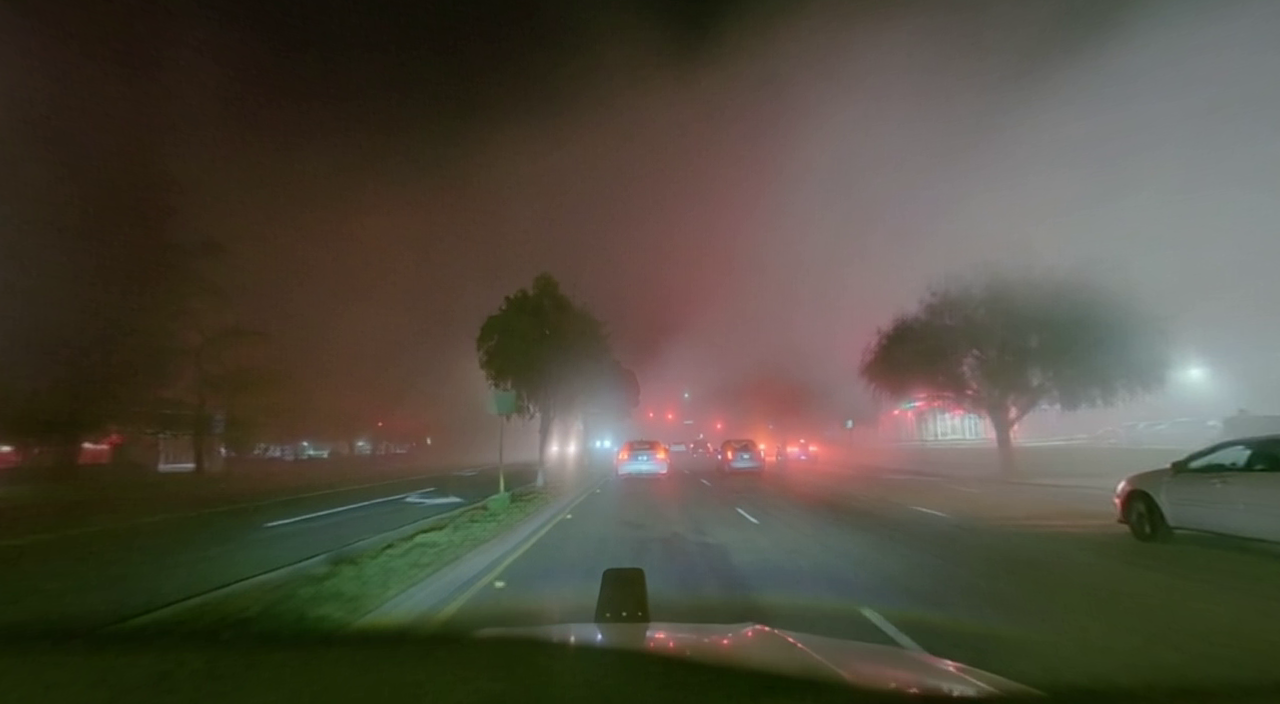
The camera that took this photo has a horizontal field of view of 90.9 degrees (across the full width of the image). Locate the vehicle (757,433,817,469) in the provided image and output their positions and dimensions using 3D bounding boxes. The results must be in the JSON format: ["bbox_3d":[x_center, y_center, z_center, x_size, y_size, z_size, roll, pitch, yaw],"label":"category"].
[{"bbox_3d":[7.512,5.099,32.642,2.044,1.701,4.397,0,-8,0],"label":"vehicle"}]

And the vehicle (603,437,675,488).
[{"bbox_3d":[-0.001,3.535,20.476,2.096,1.473,3.893,0,-8,1],"label":"vehicle"}]

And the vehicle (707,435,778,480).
[{"bbox_3d":[3.794,3.988,24.121,1.988,1.528,4.144,0,-8,0],"label":"vehicle"}]

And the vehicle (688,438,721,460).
[{"bbox_3d":[4.539,6.919,44.977,1.862,1.457,4.204,0,-8,0],"label":"vehicle"}]

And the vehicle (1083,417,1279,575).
[{"bbox_3d":[7.156,1.459,6.577,1.892,1.515,4.400,0,-8,1],"label":"vehicle"}]
